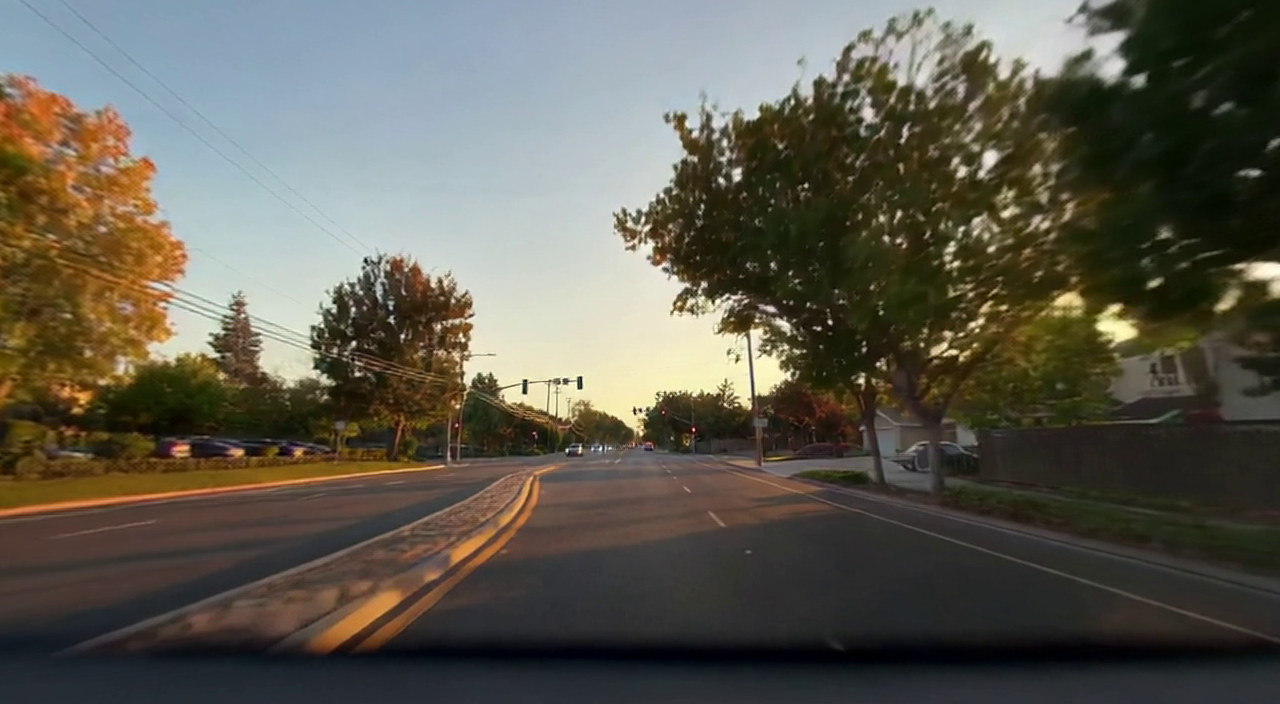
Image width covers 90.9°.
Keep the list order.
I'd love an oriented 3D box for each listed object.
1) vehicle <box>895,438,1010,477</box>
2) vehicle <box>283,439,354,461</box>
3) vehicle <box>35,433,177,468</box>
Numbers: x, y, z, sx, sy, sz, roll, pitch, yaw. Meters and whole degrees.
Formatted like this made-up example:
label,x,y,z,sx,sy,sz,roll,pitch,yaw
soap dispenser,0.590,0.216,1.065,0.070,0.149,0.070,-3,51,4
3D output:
label,x,y,z,sx,sy,sz,roll,pitch,yaw
vehicle,14.329,4.832,29.008,4.276,1.703,2.088,2,-10,-14
vehicle,-23.488,7.169,46.145,4.116,1.548,1.923,0,-8,0
vehicle,-22.764,4.187,26.982,4.265,1.393,2.071,0,-8,3
